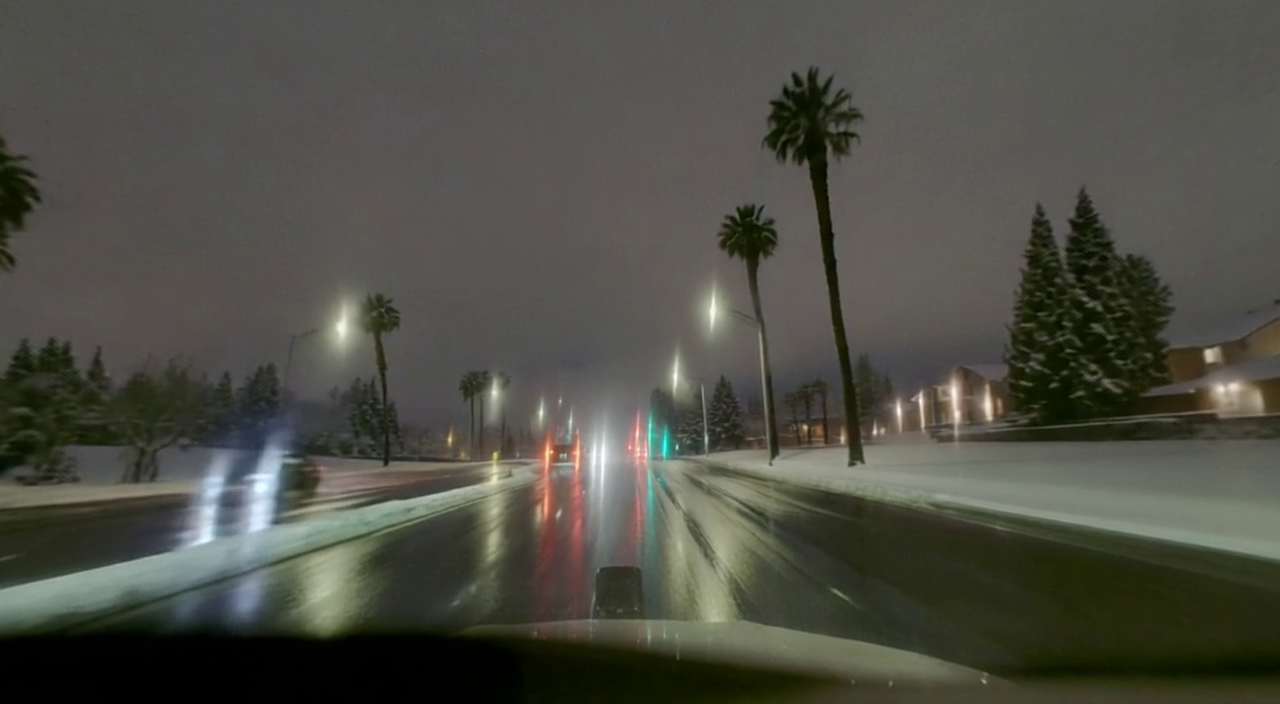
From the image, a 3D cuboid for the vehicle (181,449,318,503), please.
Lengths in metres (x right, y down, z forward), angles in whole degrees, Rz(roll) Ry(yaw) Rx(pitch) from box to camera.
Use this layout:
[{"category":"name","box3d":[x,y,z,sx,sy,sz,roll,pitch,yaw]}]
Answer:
[{"category":"vehicle","box3d":[-14.292,4.530,23.468,2.022,1.756,4.670,0,-9,1]}]

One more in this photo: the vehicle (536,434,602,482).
[{"category":"vehicle","box3d":[-3.188,4.929,29.541,2.370,1.968,5.698,0,-9,0]}]
